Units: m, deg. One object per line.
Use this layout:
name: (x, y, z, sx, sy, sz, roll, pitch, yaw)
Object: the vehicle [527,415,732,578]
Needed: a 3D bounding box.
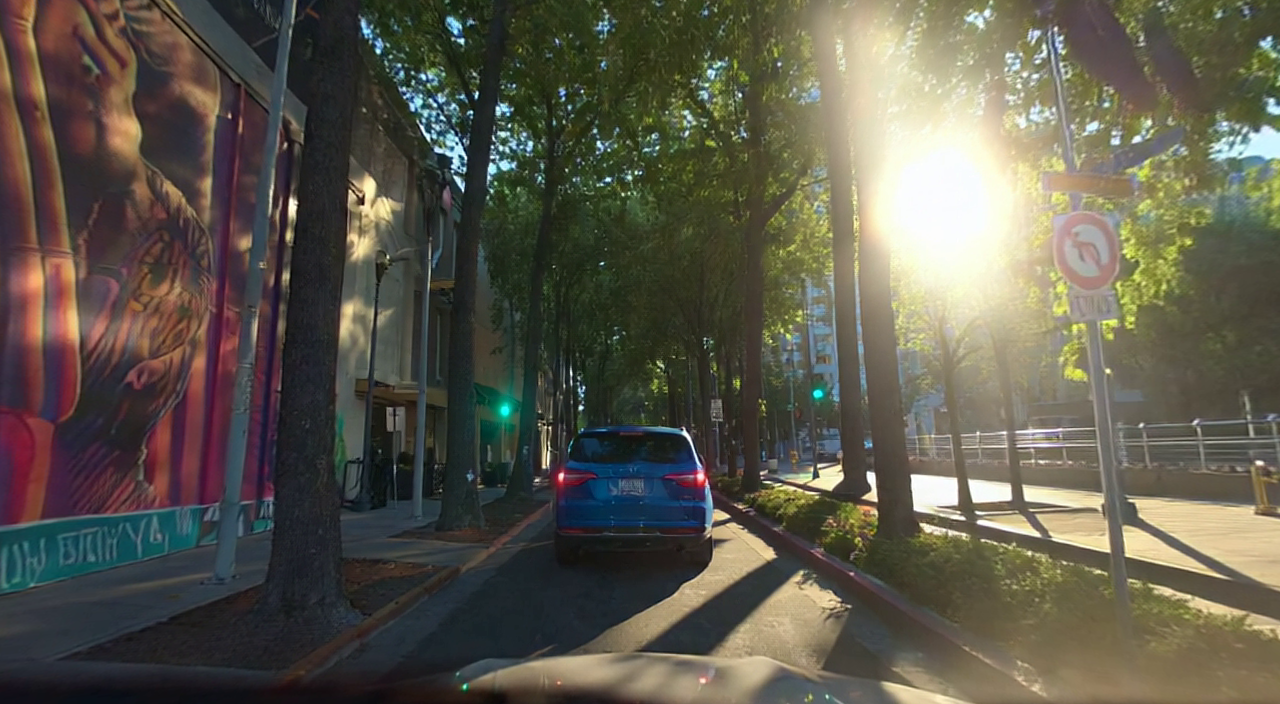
vehicle: (-0.131, 1.755, 8.389, 2.079, 1.621, 3.861, 0, -8, -1)
